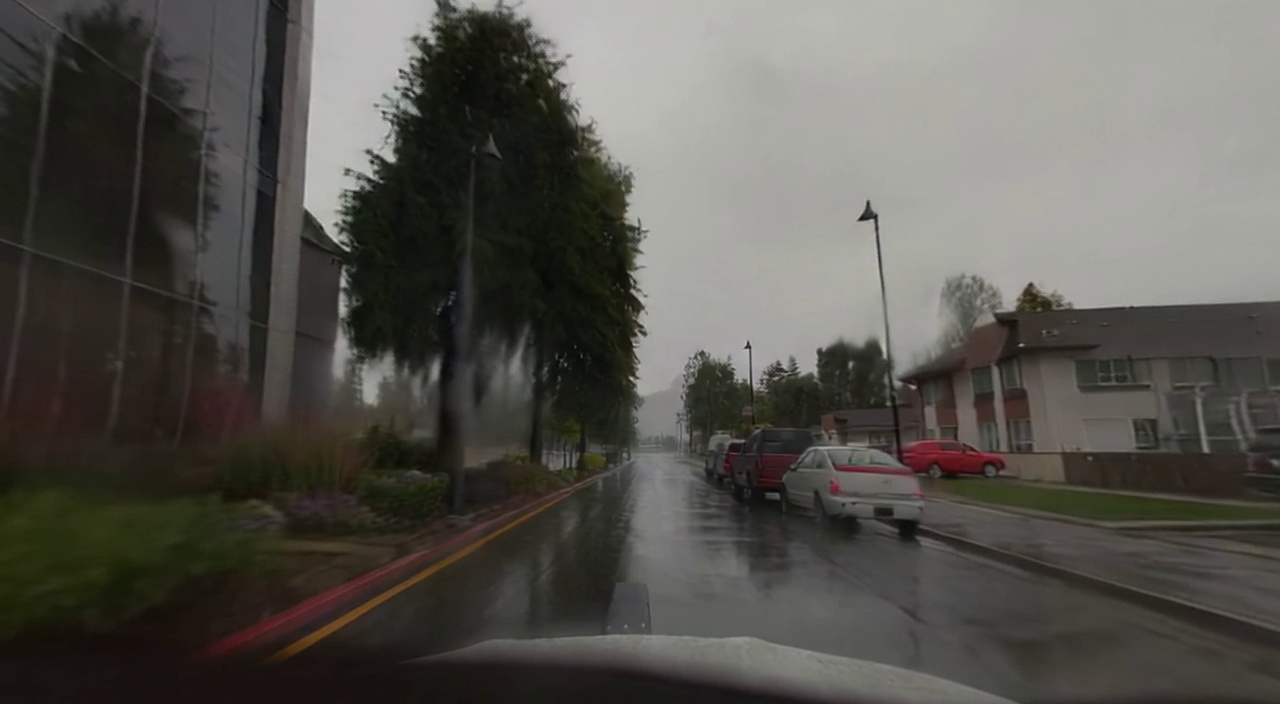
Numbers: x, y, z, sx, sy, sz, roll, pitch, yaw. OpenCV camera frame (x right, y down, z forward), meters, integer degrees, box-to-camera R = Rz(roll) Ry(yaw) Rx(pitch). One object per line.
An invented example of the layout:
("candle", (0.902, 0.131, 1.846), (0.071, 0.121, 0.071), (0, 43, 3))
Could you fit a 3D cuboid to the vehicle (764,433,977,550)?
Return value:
("vehicle", (3.326, 2.084, 10.161), (1.848, 1.442, 4.425), (0, -9, 1))
